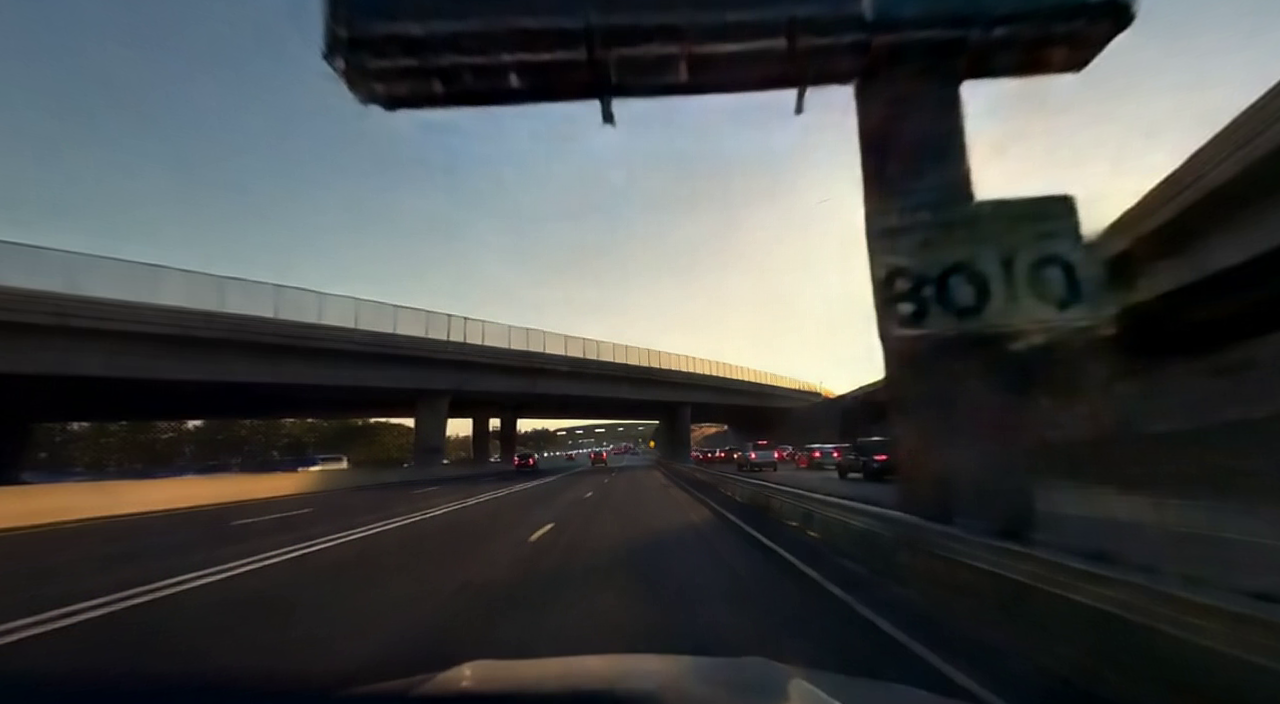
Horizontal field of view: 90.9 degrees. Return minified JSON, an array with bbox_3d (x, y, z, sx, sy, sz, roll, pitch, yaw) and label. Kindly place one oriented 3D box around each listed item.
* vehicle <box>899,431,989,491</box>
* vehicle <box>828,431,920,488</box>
[{"bbox_3d":[18.644,6.673,39.020,2.594,3.362,5.549,1,-9,-1],"label":"vehicle"},{"bbox_3d":[15.790,7.316,43.384,2.635,3.459,9.104,1,-9,-1],"label":"vehicle"}]
